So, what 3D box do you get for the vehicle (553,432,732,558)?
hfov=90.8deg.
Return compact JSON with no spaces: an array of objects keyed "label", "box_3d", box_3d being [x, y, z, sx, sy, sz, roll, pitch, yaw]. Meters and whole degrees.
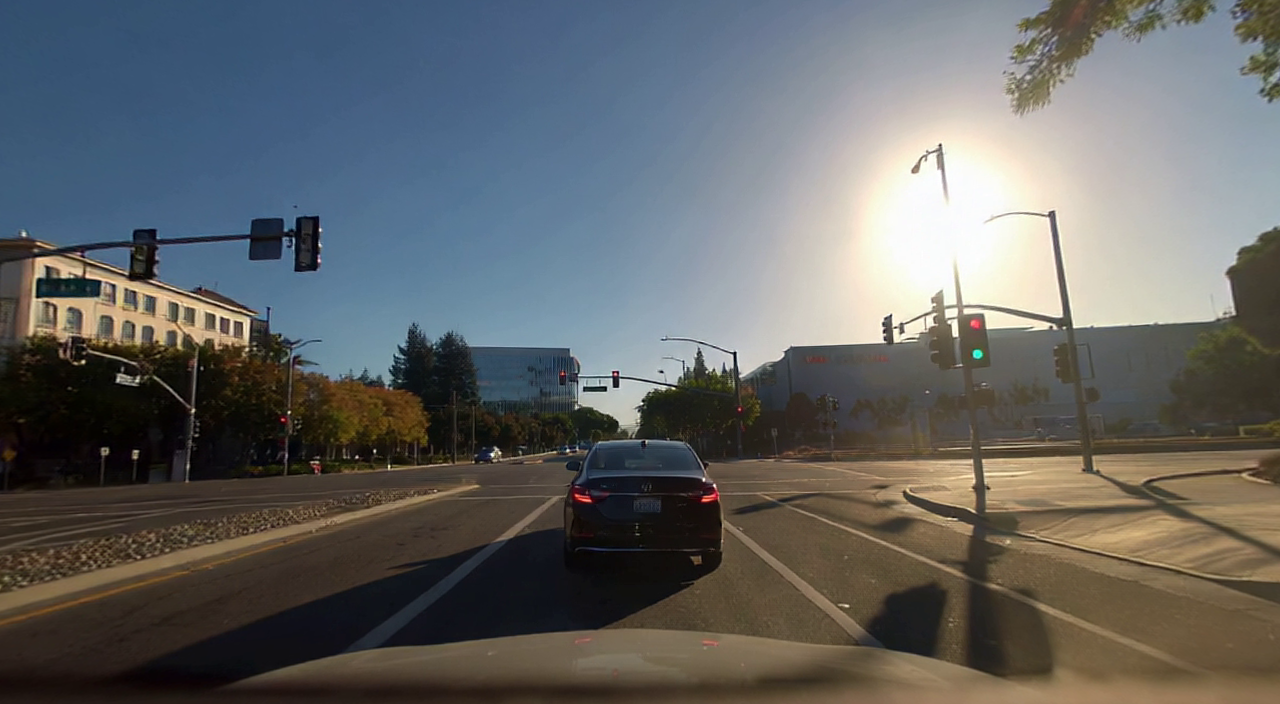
[{"label":"vehicle","box_3d":[-0.001,1.992,9.508,2.107,1.470,3.974,0,-9,-1]}]
